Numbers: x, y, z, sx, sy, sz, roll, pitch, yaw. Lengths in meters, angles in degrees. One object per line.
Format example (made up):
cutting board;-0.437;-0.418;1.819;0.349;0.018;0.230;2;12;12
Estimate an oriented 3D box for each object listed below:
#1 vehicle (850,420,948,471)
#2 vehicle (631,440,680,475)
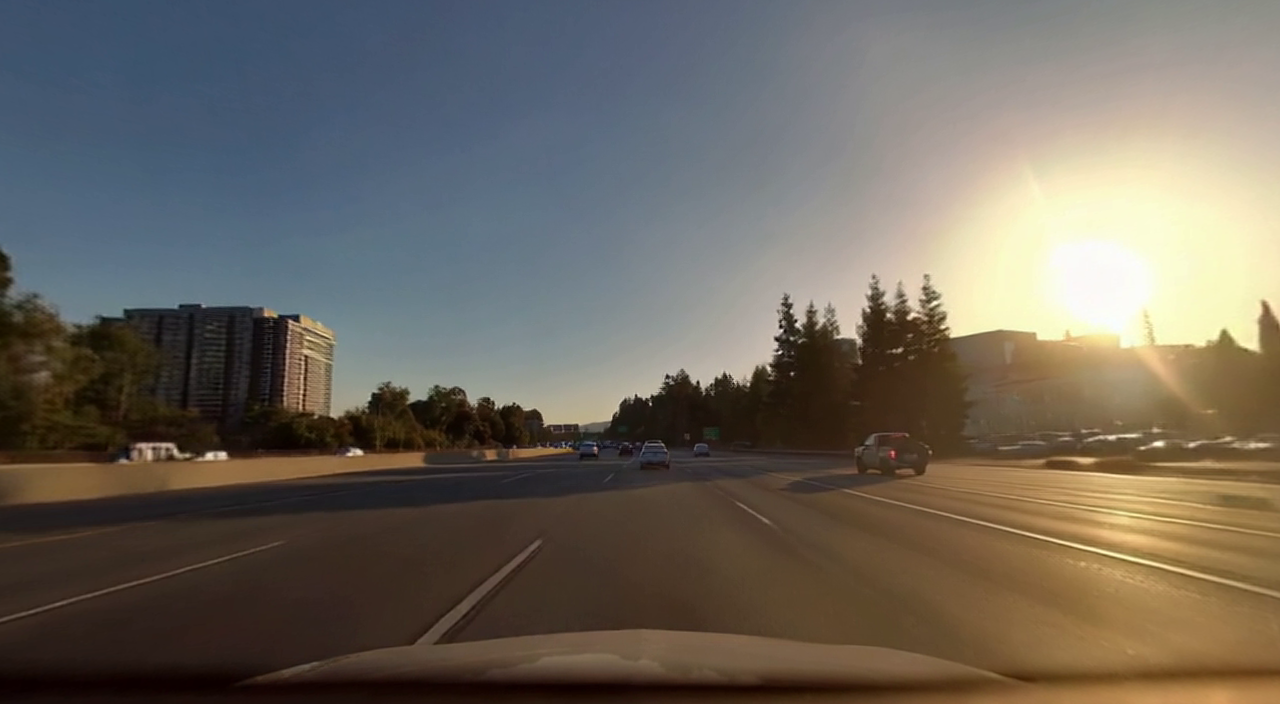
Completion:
vehicle;13.275;4.856;32.886;2.336;2.415;6.056;0;-8;-2
vehicle;0.683;4.835;29.120;2.112;1.482;4.082;0;-8;0
